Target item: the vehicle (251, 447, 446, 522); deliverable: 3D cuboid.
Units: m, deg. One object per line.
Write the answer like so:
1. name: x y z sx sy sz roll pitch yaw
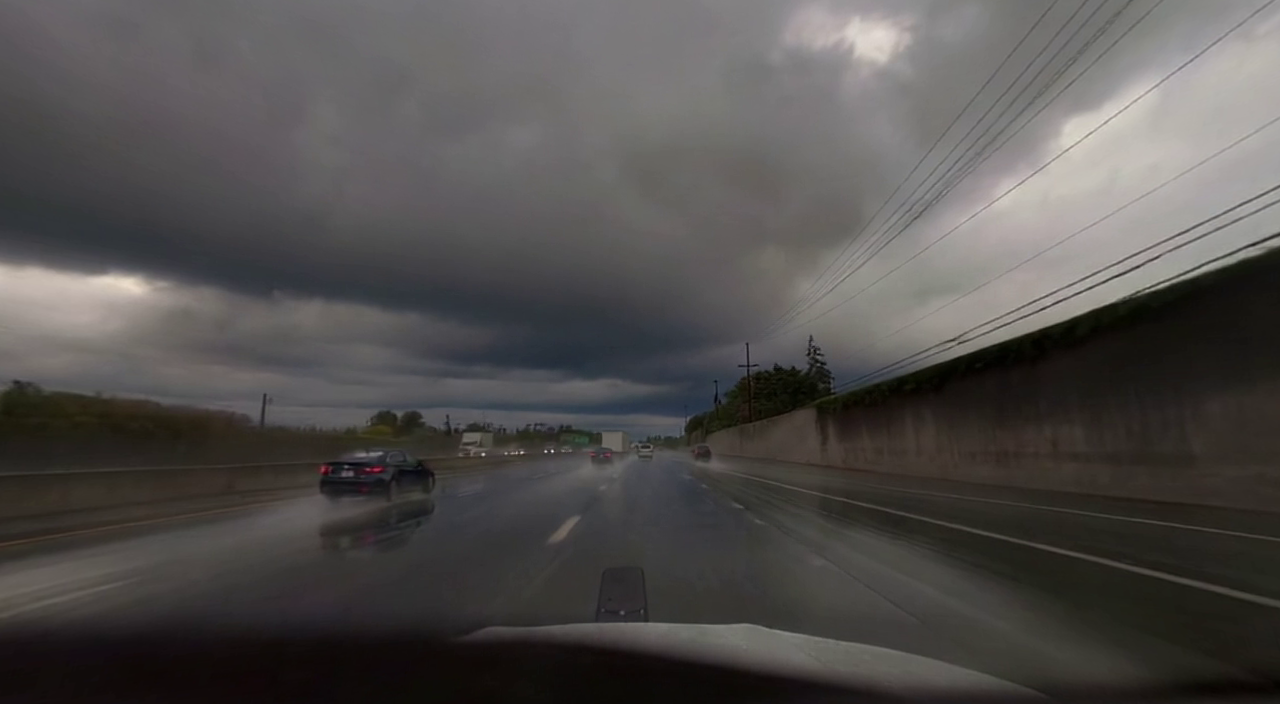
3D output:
1. vehicle: -6.476 2.984 14.844 2.127 1.446 5.008 0 -9 1

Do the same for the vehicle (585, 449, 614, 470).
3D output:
1. vehicle: -3.084 8.262 48.577 2.004 1.498 4.043 0 -9 0

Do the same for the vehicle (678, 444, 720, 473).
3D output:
1. vehicle: 3.859 7.048 41.816 2.214 1.799 4.627 0 -9 -1
